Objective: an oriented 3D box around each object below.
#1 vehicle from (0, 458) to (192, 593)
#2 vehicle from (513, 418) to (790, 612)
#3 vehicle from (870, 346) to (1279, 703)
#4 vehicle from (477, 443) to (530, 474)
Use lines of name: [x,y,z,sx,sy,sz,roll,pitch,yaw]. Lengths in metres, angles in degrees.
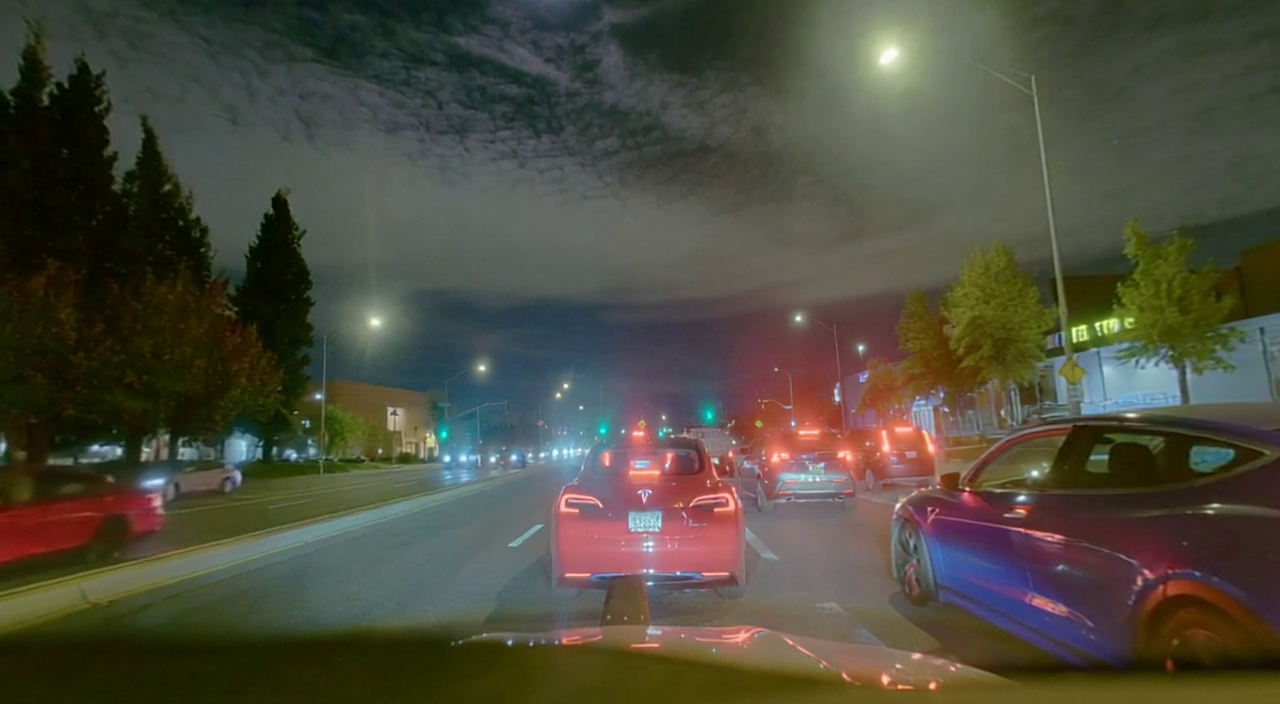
vehicle: [-7.951,1.990,7.395,2.089,1.381,4.477,0,-8,0]
vehicle: [0.101,1.555,6.911,2.137,1.488,3.938,0,-8,0]
vehicle: [3.186,1.033,3.625,2.038,1.651,4.455,0,-8,0]
vehicle: [-7.678,6.011,35.883,1.999,1.662,4.291,0,-8,1]
